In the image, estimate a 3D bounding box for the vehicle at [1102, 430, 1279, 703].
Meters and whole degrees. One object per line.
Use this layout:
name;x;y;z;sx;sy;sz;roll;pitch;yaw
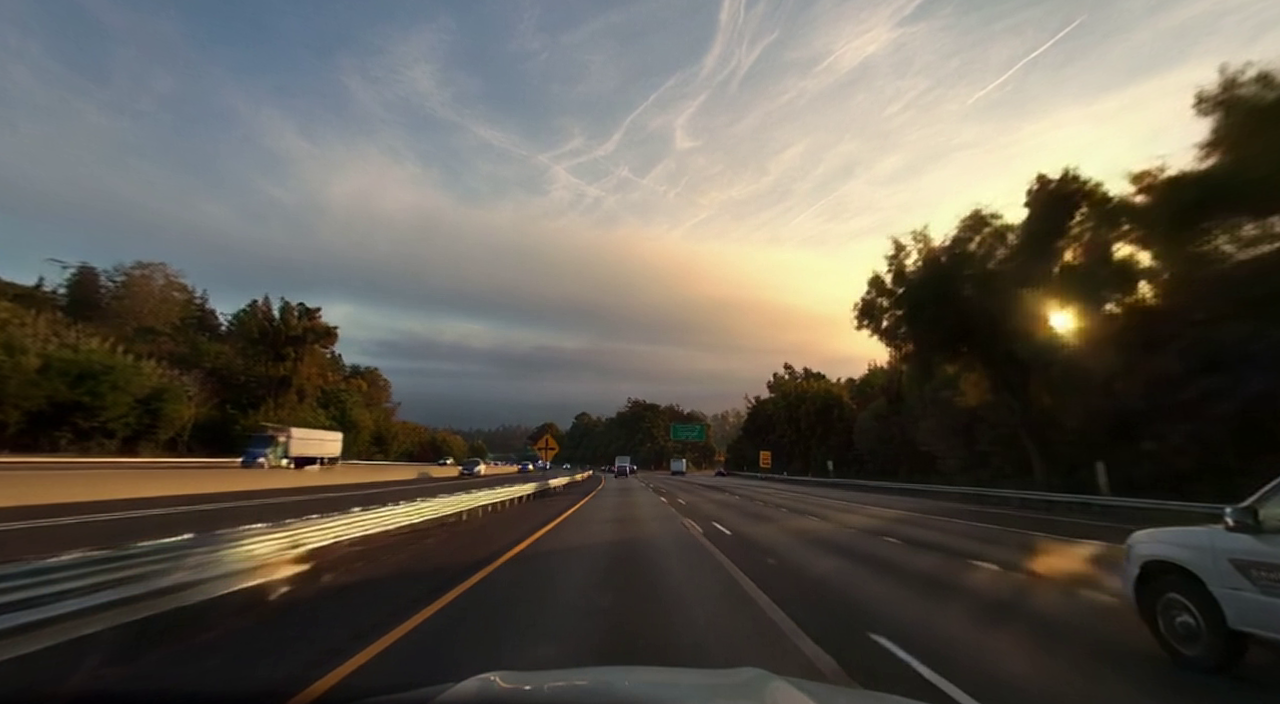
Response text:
vehicle;4.127;0.938;1.877;1.965;1.502;4.599;1;-10;0
